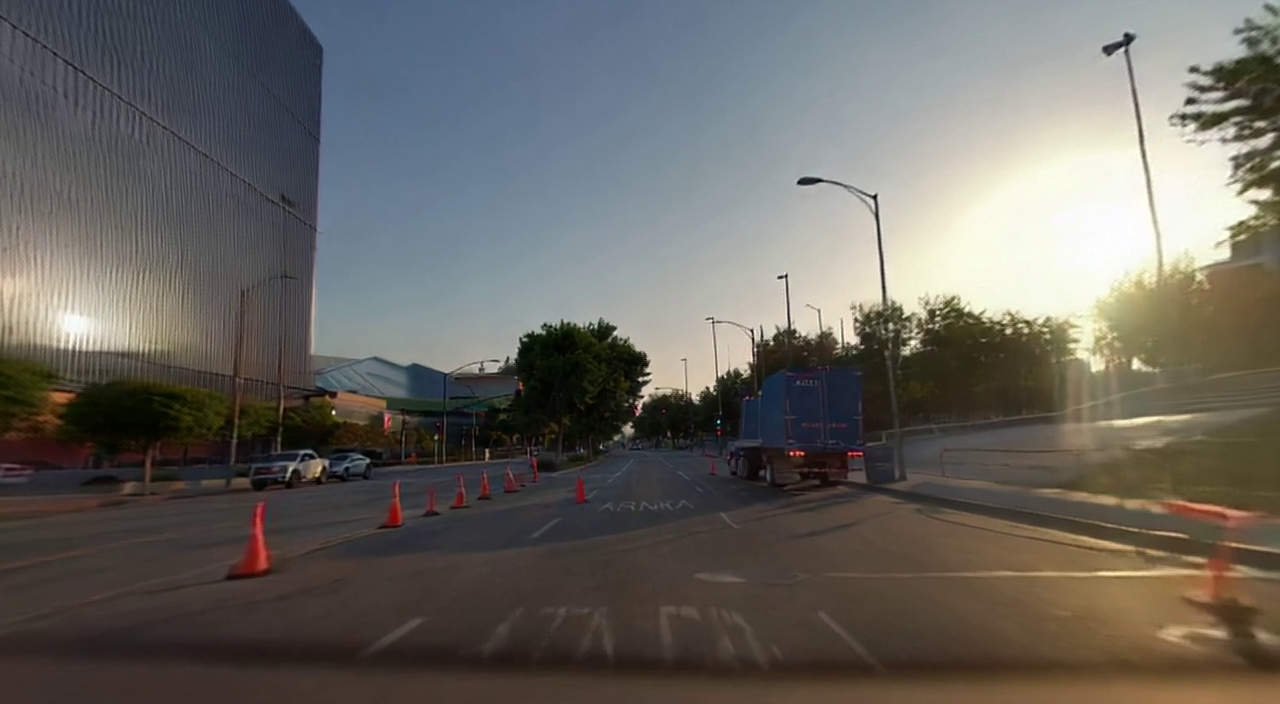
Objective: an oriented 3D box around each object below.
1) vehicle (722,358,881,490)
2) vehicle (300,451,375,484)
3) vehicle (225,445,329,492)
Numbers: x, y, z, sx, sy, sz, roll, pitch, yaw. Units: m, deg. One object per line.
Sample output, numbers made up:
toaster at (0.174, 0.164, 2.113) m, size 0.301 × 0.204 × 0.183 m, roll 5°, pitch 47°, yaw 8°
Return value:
vehicle at (5.437, 2.876, 23.735) m, size 3.176 × 3.913 × 9.805 m, roll 0°, pitch -9°, yaw -1°
vehicle at (-16.838, 6.400, 35.472) m, size 1.925 × 1.665 × 4.893 m, roll 0°, pitch -9°, yaw -1°
vehicle at (-16.807, 5.363, 29.624) m, size 1.937 × 1.984 × 4.928 m, roll 0°, pitch -9°, yaw 0°
